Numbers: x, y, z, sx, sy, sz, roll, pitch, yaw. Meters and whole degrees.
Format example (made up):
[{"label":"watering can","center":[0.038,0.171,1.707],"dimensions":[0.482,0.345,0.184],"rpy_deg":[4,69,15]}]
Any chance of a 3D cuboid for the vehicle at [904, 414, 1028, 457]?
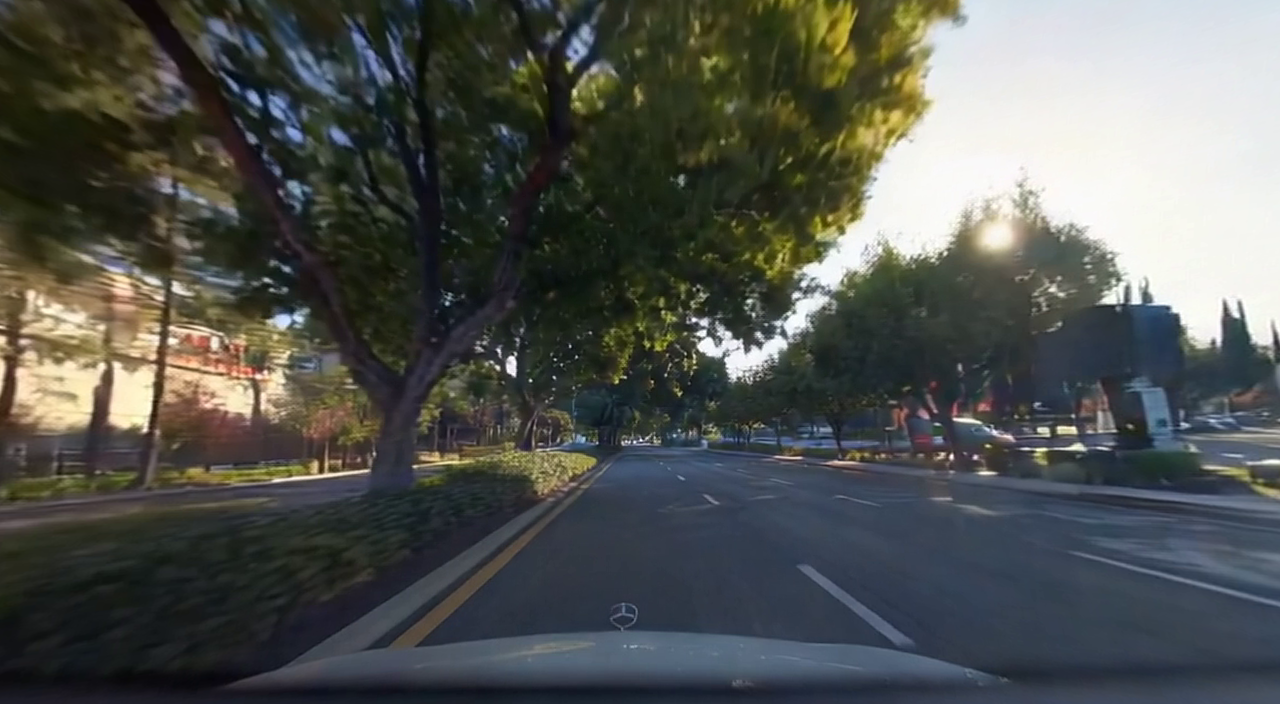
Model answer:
[{"label":"vehicle","center":[19.800,5.106,38.421],"dimensions":[6.174,2.496,2.349],"rpy_deg":[0,-8,-2]}]
